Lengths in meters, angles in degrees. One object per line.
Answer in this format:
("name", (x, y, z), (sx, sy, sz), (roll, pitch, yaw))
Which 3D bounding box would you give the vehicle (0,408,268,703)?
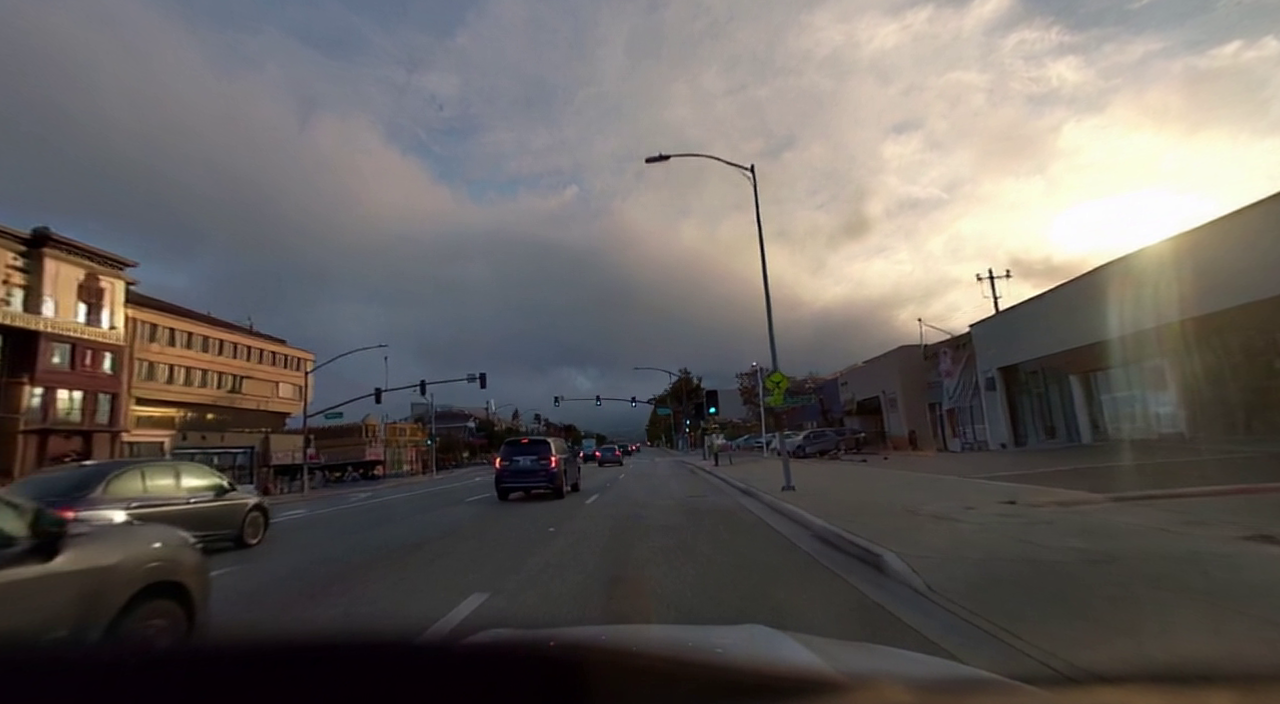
("vehicle", (-3.392, 0.844, 1.543), (2.037, 1.484, 4.603), (-1, -9, 2))

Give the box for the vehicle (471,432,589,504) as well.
("vehicle", (-2.900, 3.214, 17.972), (2.277, 1.743, 4.893), (-1, -9, 3))

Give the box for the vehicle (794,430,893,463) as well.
("vehicle", (10.286, 4.858, 32.176), (4.361, 1.550, 2.087), (0, -11, 3))
